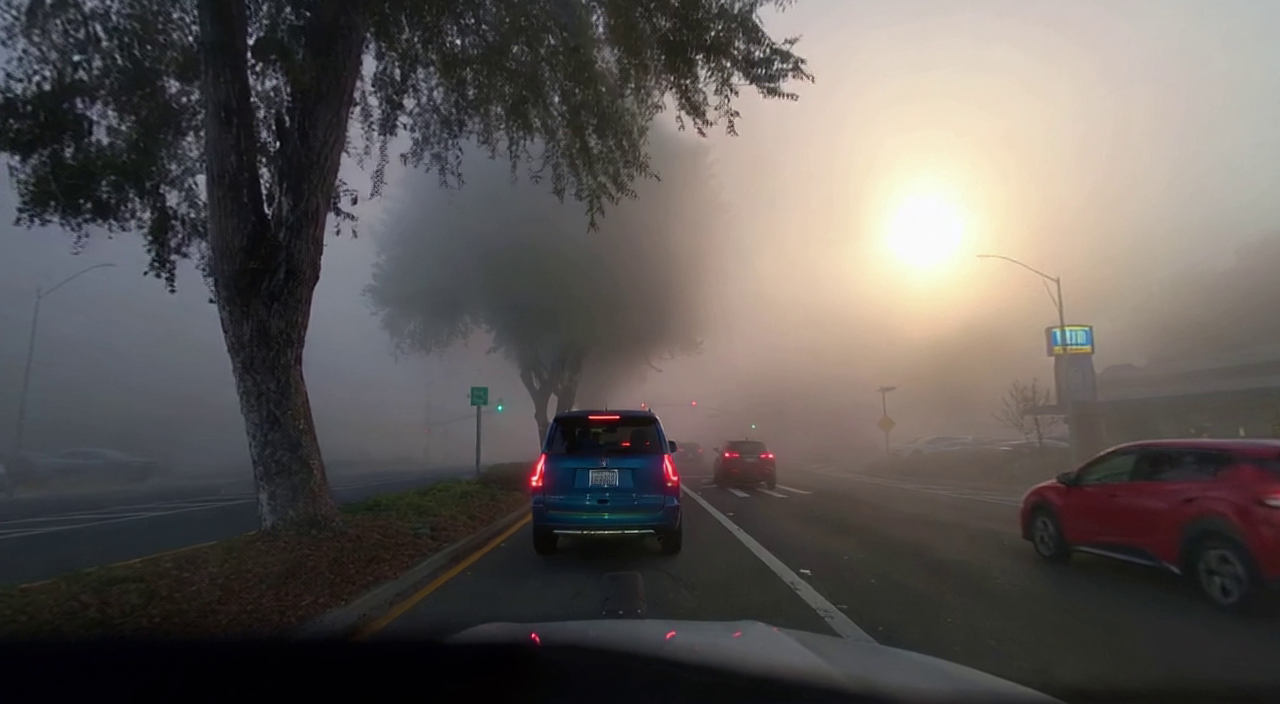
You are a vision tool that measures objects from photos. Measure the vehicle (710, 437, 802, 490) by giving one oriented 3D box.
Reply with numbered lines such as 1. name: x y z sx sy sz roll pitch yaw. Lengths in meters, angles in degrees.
1. vehicle: 3.702 3.681 21.176 2.098 1.555 4.778 0 -9 -1

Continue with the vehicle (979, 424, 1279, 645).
1. vehicle: 5.326 1.462 5.772 1.930 1.478 4.643 0 -9 1

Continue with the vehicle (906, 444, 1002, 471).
1. vehicle: 17.199 5.770 34.768 4.290 1.427 1.751 0 -9 2

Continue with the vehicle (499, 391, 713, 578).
1. vehicle: -0.297 1.650 8.649 2.096 1.837 4.687 0 -9 1
